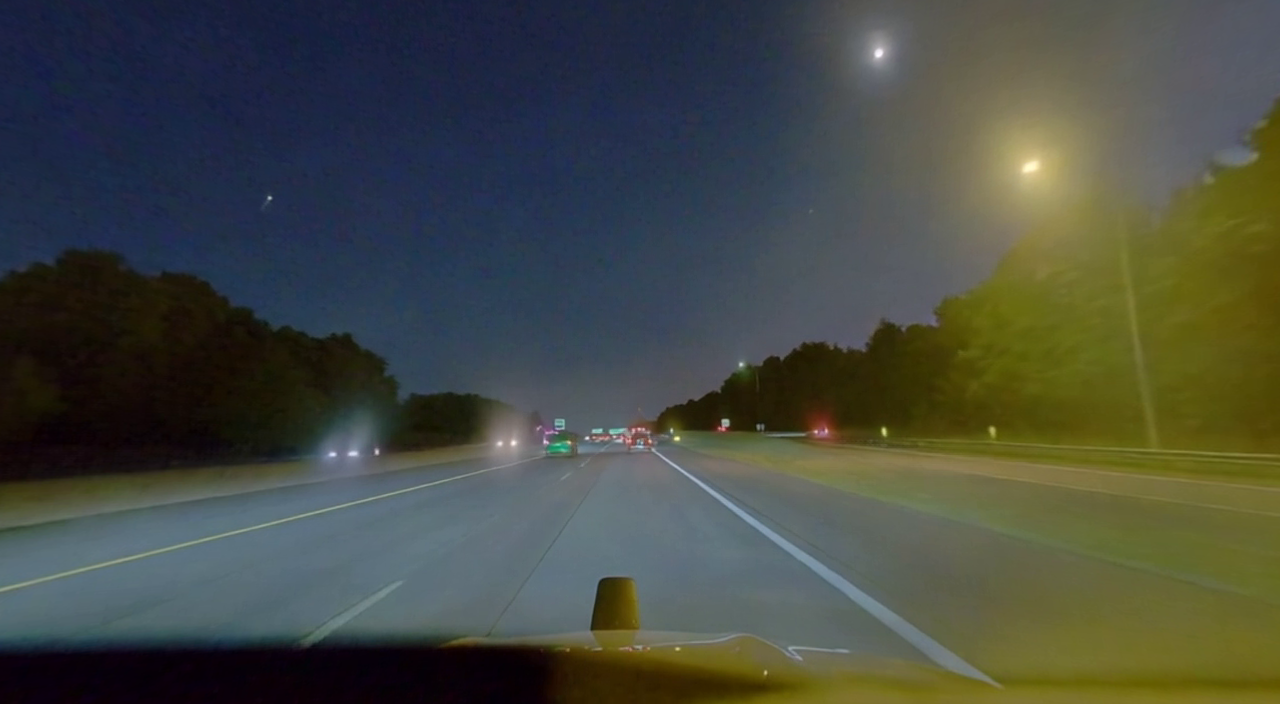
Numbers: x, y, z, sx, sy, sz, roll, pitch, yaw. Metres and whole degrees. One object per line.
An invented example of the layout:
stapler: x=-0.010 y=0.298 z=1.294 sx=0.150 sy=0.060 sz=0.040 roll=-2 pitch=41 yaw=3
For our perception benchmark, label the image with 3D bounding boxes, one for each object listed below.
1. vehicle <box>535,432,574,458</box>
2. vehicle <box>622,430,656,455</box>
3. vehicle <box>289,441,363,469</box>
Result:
vehicle: x=-5.261 y=5.729 z=39.132 sx=1.959 sy=1.514 sz=3.668 roll=0 pitch=-8 yaw=-1
vehicle: x=-0.049 y=6.017 z=41.883 sx=2.139 sy=1.561 sz=4.060 roll=0 pitch=-8 yaw=0
vehicle: x=-17.704 y=5.794 z=35.828 sx=1.939 sy=1.469 sz=4.527 roll=0 pitch=-8 yaw=-1
